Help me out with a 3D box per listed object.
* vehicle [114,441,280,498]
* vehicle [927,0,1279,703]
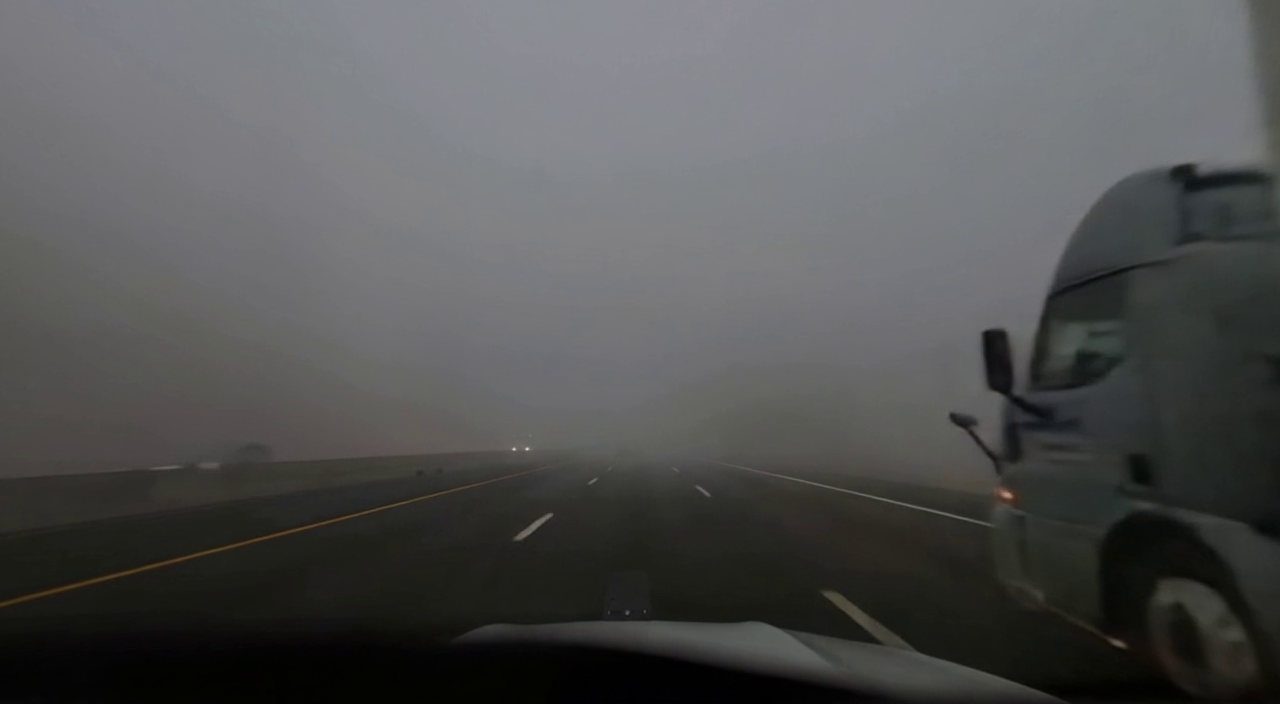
[{"bbox_3d":[-15.115,3.985,21.920,2.077,1.717,4.911,0,-8,1],"label":"vehicle"},{"bbox_3d":[3.701,-0.434,1.381,3.079,3.852,6.223,0,-8,0],"label":"vehicle"}]
